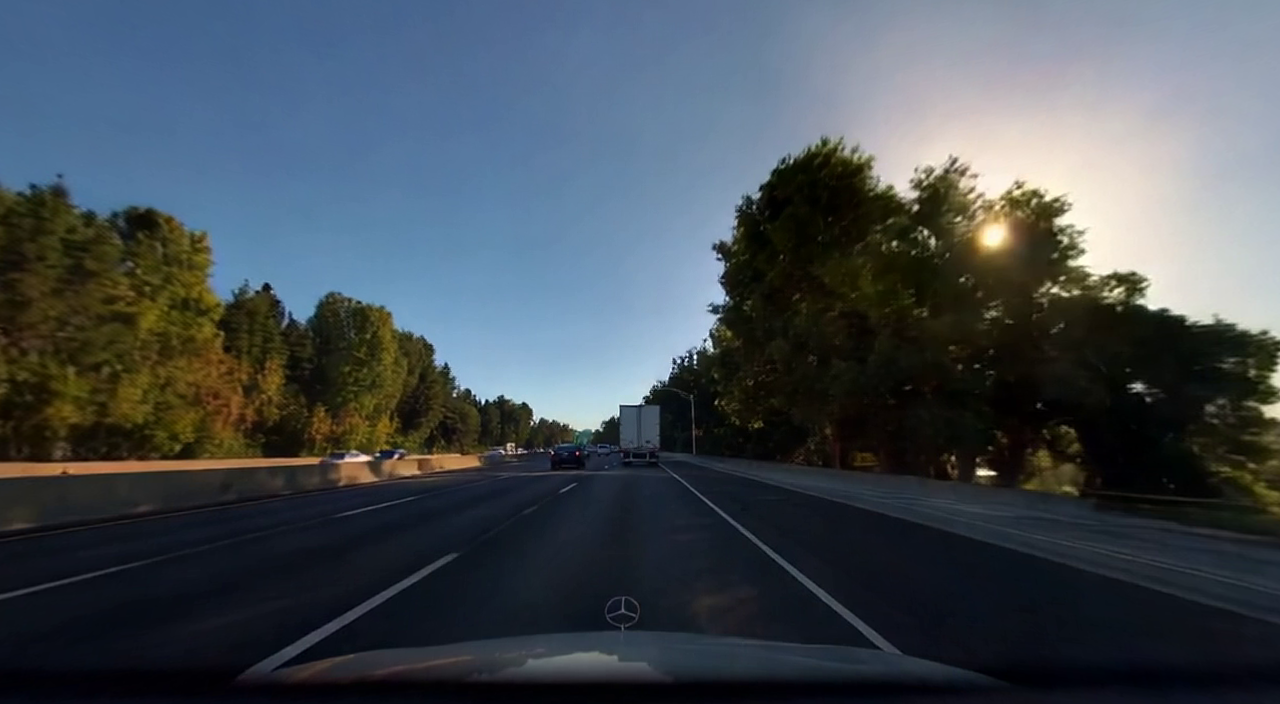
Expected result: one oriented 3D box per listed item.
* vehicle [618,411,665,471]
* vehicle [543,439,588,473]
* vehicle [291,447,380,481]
[{"bbox_3d":[-0.091,6.489,45.739,2.839,3.734,11.781,0,-9,-3],"label":"vehicle"},{"bbox_3d":[-4.396,6.244,38.026,2.139,1.925,4.312,0,-9,0],"label":"vehicle"},{"bbox_3d":[-14.495,5.332,30.359,1.897,1.441,4.634,0,-9,1],"label":"vehicle"}]
